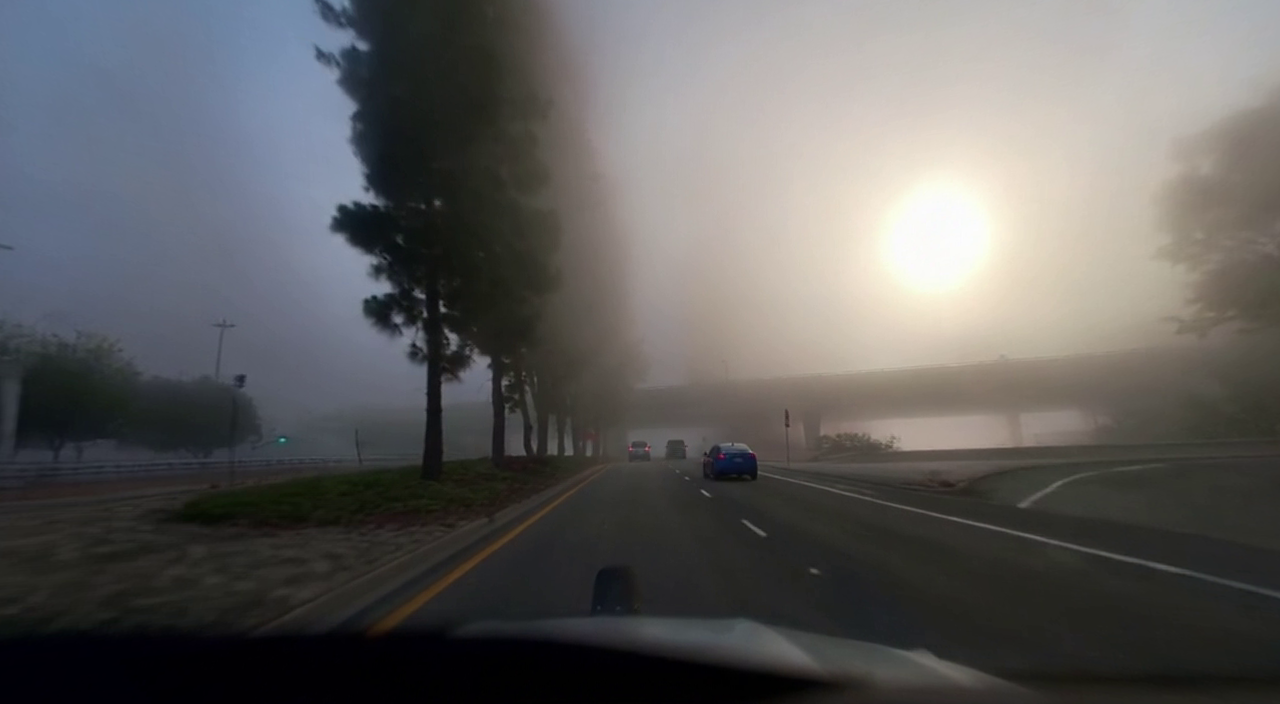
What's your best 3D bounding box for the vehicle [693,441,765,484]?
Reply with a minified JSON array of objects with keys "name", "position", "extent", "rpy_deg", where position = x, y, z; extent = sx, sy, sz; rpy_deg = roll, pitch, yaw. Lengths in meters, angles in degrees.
[{"name":"vehicle","position":[3.309,4.217,24.428],"extent":[2.062,1.484,4.332],"rpy_deg":[0,-8,-1]}]
